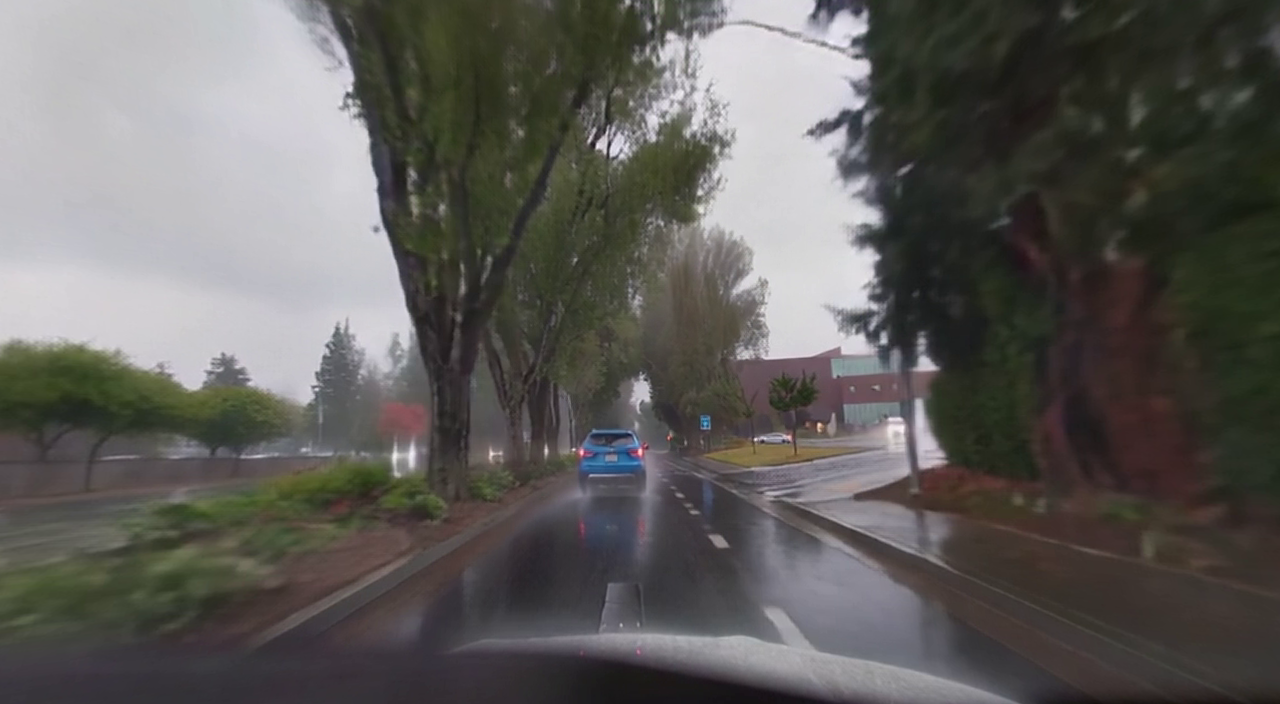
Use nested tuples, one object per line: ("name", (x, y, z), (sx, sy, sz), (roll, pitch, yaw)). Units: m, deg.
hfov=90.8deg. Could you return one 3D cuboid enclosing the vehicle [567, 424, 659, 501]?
("vehicle", (-0.668, 2.882, 16.840), (2.131, 1.761, 4.242), (0, -8, -1))
